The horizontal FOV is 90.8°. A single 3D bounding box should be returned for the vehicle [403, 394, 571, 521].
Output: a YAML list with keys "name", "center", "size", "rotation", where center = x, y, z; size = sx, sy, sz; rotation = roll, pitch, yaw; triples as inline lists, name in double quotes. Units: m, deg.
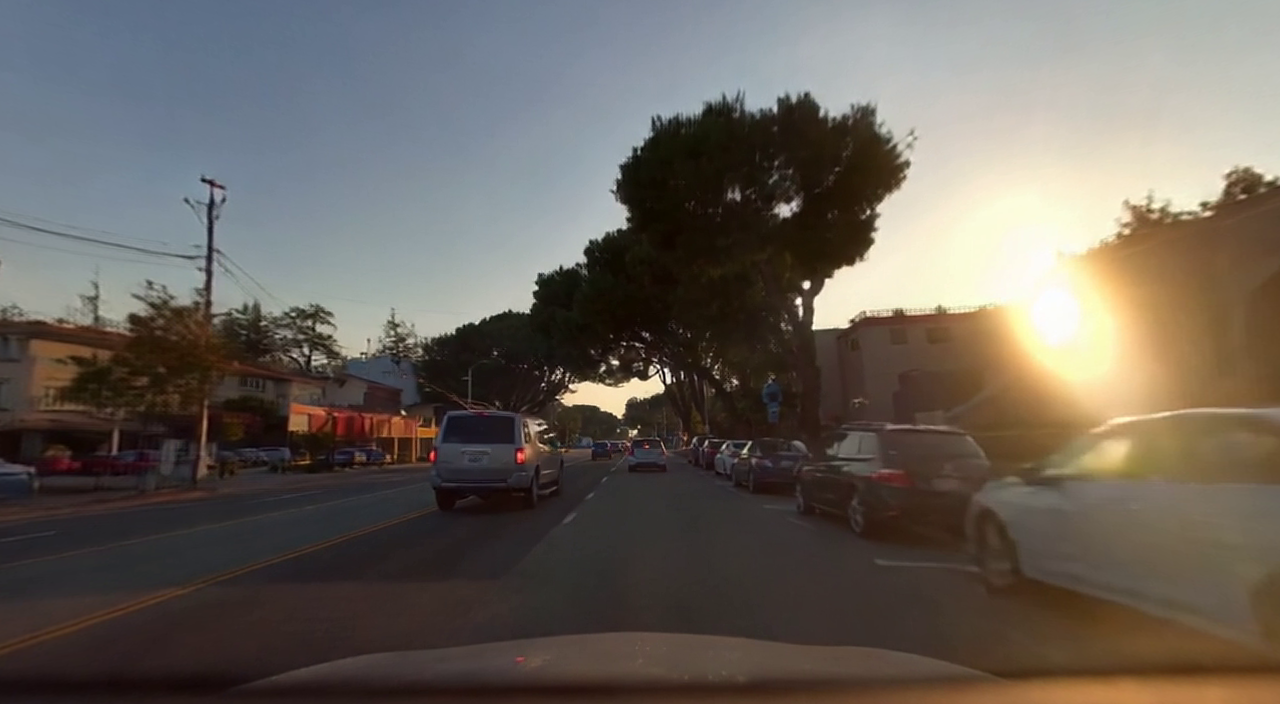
- name: "vehicle"
  center: [-2.864, 2.158, 13.280]
  size: [2.213, 2.123, 5.124]
  rotation: [0, -8, 0]

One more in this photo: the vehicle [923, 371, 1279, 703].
- name: "vehicle"
  center: [3.816, 1.054, 3.753]
  size: [1.947, 1.646, 4.782]
  rotation: [0, -8, -1]

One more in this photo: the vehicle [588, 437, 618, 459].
- name: "vehicle"
  center: [-2.887, 7.575, 49.846]
  size: [2.028, 1.689, 4.162]
  rotation: [0, -8, 1]

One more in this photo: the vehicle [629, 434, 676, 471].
- name: "vehicle"
  center: [0.541, 4.904, 30.970]
  size: [2.126, 1.657, 4.132]
  rotation: [0, -8, 0]

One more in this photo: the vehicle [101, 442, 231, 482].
- name: "vehicle"
  center: [-23.969, 5.560, 32.075]
  size: [4.791, 1.928, 2.144]
  rotation: [0, -8, 0]
